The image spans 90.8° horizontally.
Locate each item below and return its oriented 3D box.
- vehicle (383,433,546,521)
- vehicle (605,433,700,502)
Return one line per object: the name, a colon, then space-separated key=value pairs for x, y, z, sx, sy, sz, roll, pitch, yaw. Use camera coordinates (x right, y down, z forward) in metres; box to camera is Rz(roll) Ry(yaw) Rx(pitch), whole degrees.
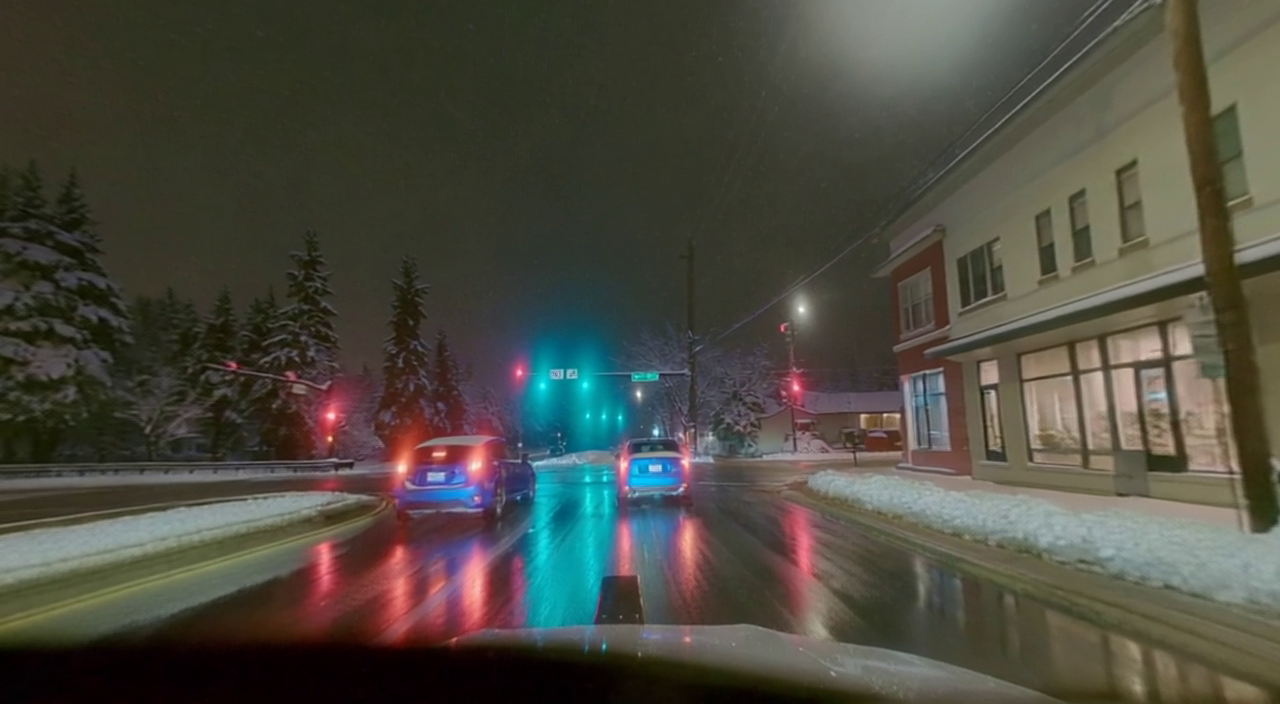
vehicle: x=-3.296 y=2.437 z=12.918 sx=2.032 sy=1.467 sz=4.411 roll=0 pitch=-8 yaw=0
vehicle: x=0.254 y=2.807 z=15.748 sx=2.059 sy=1.456 sz=4.047 roll=0 pitch=-8 yaw=0
